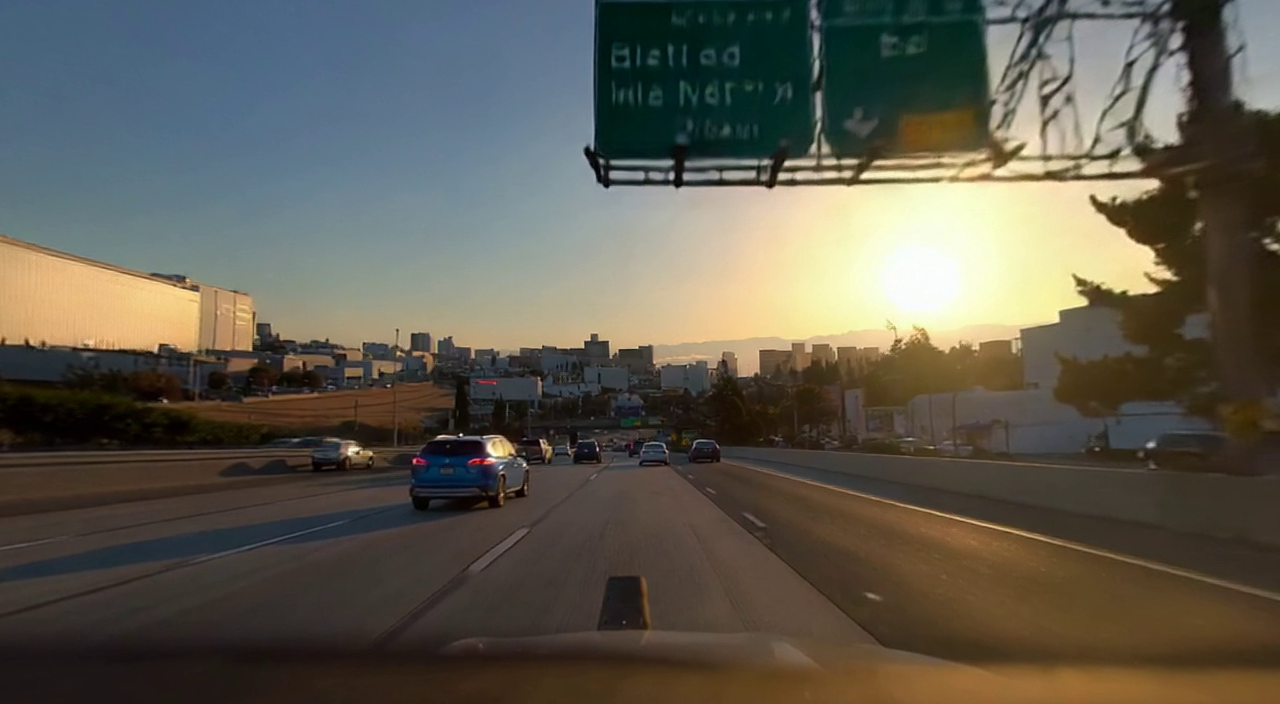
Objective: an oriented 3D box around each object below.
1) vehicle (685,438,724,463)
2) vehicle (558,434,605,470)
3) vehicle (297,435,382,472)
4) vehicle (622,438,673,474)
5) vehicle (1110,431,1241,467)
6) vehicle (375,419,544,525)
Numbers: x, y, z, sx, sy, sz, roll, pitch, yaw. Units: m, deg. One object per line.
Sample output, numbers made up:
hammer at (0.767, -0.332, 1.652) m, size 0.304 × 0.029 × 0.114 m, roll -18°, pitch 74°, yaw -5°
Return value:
vehicle at (4.087, 6.372, 40.805) m, size 1.980 × 1.492 × 4.442 m, roll 0°, pitch -8°, yaw -1°
vehicle at (-2.954, 5.173, 32.908) m, size 2.007 × 1.730 × 4.412 m, roll 0°, pitch -8°, yaw 0°
vehicle at (-15.033, 5.116, 31.896) m, size 2.011 × 1.708 × 4.556 m, roll 0°, pitch -8°, yaw 1°
vehicle at (0.311, 4.573, 27.975) m, size 2.090 × 1.474 × 3.970 m, roll 0°, pitch -8°, yaw 0°
vehicle at (23.086, 4.205, 27.459) m, size 1.809 × 1.431 × 4.430 m, roll 0°, pitch -8°, yaw 0°
vehicle at (-3.264, 2.275, 12.494) m, size 1.961 × 1.687 × 4.453 m, roll 0°, pitch -8°, yaw 1°
